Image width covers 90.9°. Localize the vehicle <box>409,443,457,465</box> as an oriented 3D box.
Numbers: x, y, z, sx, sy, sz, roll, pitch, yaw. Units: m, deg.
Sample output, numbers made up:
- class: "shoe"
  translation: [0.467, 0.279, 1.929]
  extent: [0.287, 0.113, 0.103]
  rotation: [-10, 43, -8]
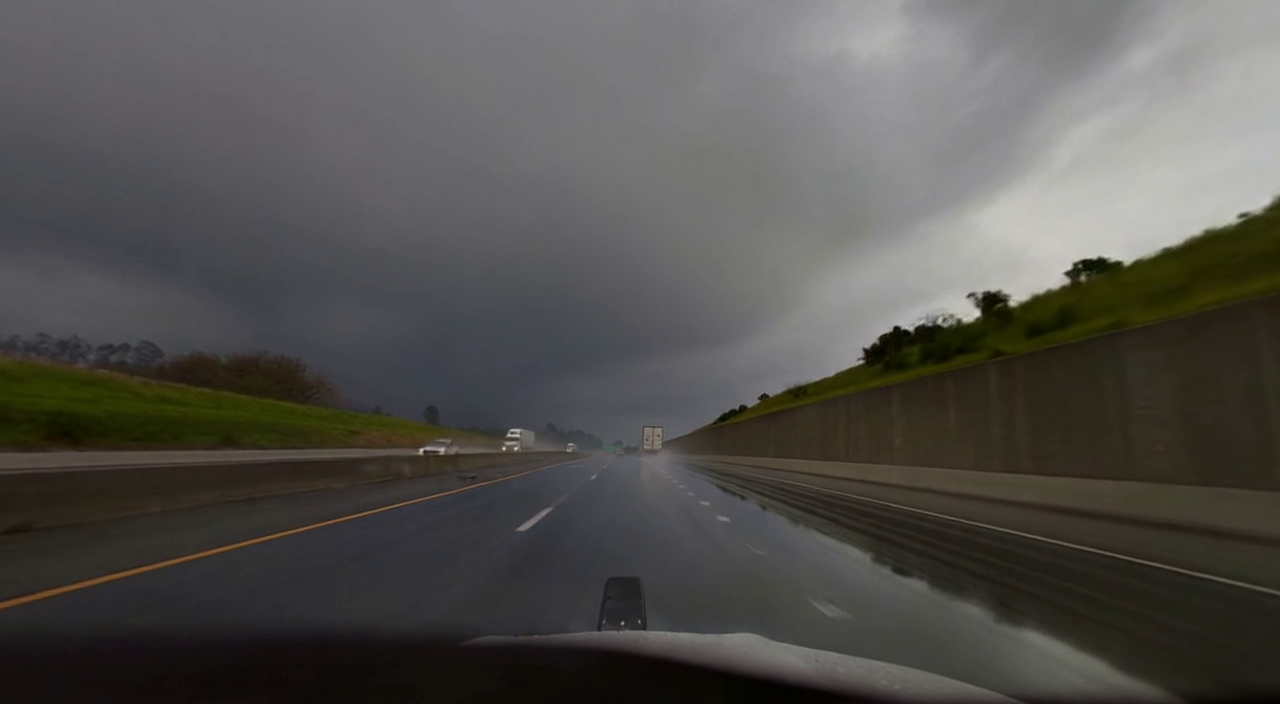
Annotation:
- class: "vehicle"
  translation: [-15.291, 7.543, 46.751]
  extent: [2.138, 1.490, 4.344]
  rotation: [0, -9, 0]
